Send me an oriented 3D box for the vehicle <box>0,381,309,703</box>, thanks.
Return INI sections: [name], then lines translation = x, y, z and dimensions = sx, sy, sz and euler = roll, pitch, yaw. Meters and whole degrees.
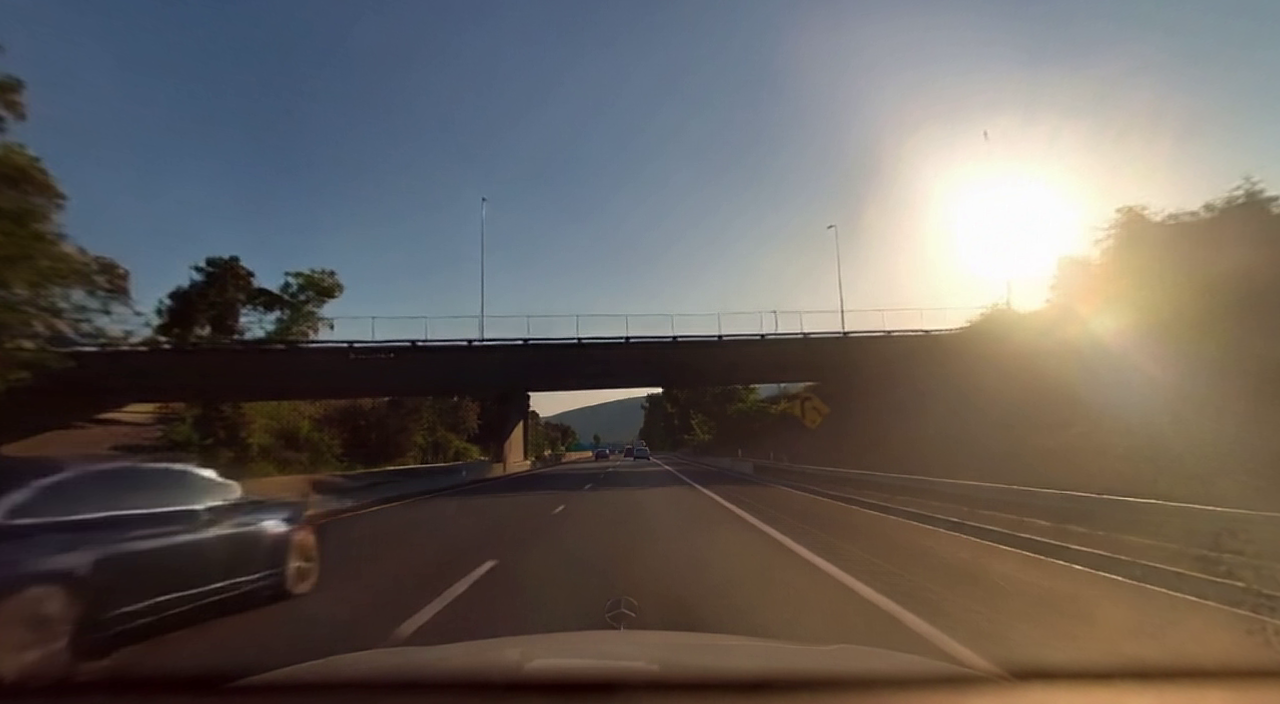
[vehicle]
translation = -4.111, 1.038, 3.485
dimensions = 2.076, 1.637, 4.526
euler = 0, -9, 0
